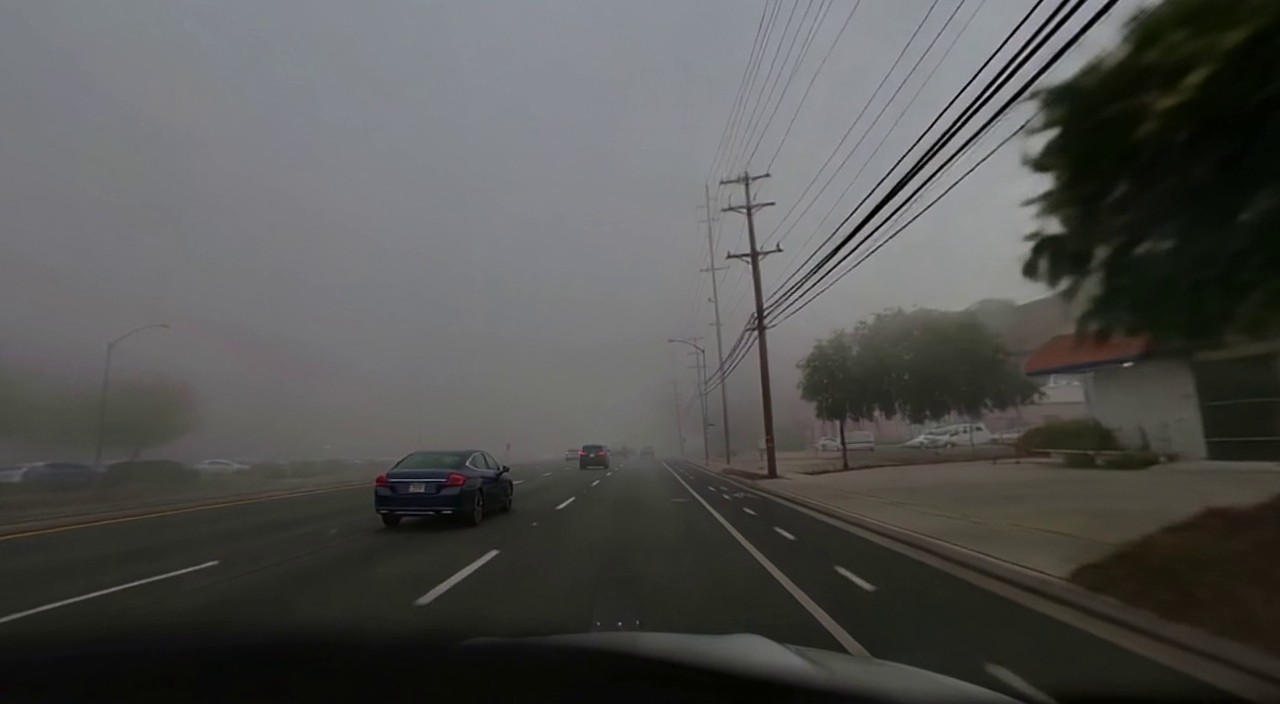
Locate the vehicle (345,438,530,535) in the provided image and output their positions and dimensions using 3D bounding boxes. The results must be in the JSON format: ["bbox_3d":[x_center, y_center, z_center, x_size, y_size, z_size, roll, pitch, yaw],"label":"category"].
[{"bbox_3d":[-3.530,2.428,12.016,1.942,1.469,4.426,0,-9,2],"label":"vehicle"}]

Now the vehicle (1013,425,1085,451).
[{"bbox_3d":[28.961,6.110,44.757,1.985,1.739,4.397,1,-8,-4],"label":"vehicle"}]

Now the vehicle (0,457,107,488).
[{"bbox_3d":[-40.275,8.119,42.619,5.876,1.927,2.237,5,-10,-26],"label":"vehicle"}]

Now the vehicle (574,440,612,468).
[{"bbox_3d":[-3.072,6.772,41.813,2.087,1.736,4.311,0,-9,1],"label":"vehicle"}]

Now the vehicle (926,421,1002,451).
[{"bbox_3d":[23.030,6.021,45.056,2.266,1.951,5.849,2,-8,-1],"label":"vehicle"}]

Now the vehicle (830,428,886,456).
[{"bbox_3d":[17.191,7.111,49.598,4.319,1.812,2.020,2,-11,-39],"label":"vehicle"}]
